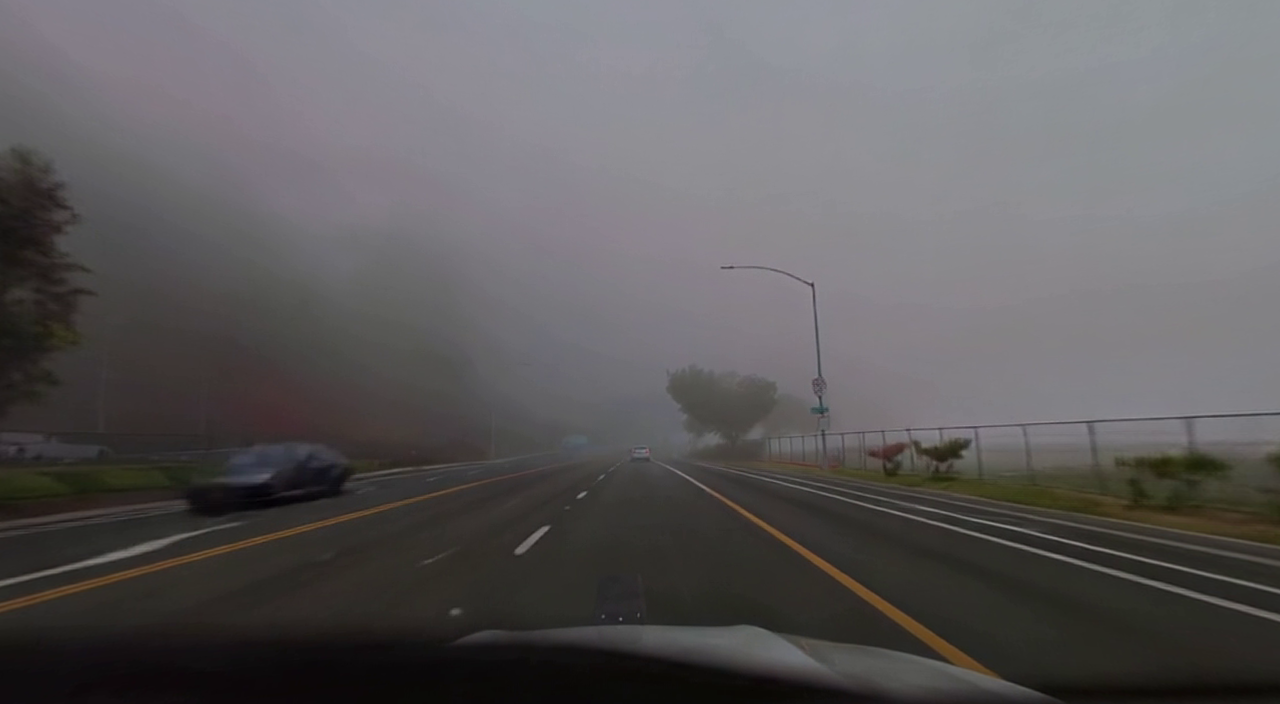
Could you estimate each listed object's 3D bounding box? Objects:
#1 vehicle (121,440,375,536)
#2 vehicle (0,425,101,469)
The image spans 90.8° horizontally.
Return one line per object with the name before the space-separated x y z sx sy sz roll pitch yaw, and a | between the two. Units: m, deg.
vehicle | -7.210 2.504 12.437 2.055 1.478 4.842 0 -8 -2
vehicle | -48.629 7.436 48.986 10.897 3.109 2.847 -1 -8 0
